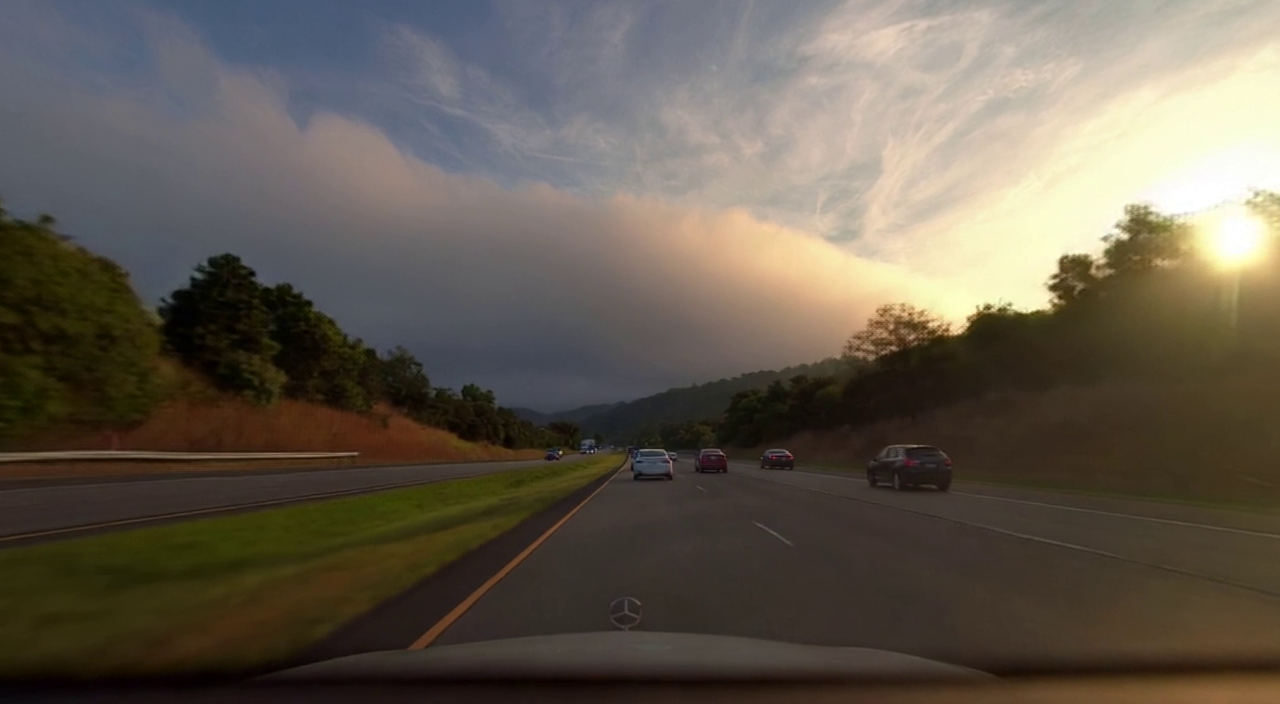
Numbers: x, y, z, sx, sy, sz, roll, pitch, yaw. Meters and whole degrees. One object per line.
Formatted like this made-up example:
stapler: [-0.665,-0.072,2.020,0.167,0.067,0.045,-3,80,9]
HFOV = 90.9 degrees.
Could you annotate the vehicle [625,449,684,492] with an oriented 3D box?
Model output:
vehicle: [0.511,4.372,23.587,2.020,1.426,3.702,0,-9,0]

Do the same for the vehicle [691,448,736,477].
vehicle: [4.162,6.325,36.250,1.981,1.518,4.029,0,-9,-1]

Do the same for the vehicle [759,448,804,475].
vehicle: [8.936,6.903,40.023,1.957,1.594,3.632,0,-9,-1]

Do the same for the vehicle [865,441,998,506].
vehicle: [7.891,3.303,17.509,1.847,1.554,3.752,0,-9,-1]
